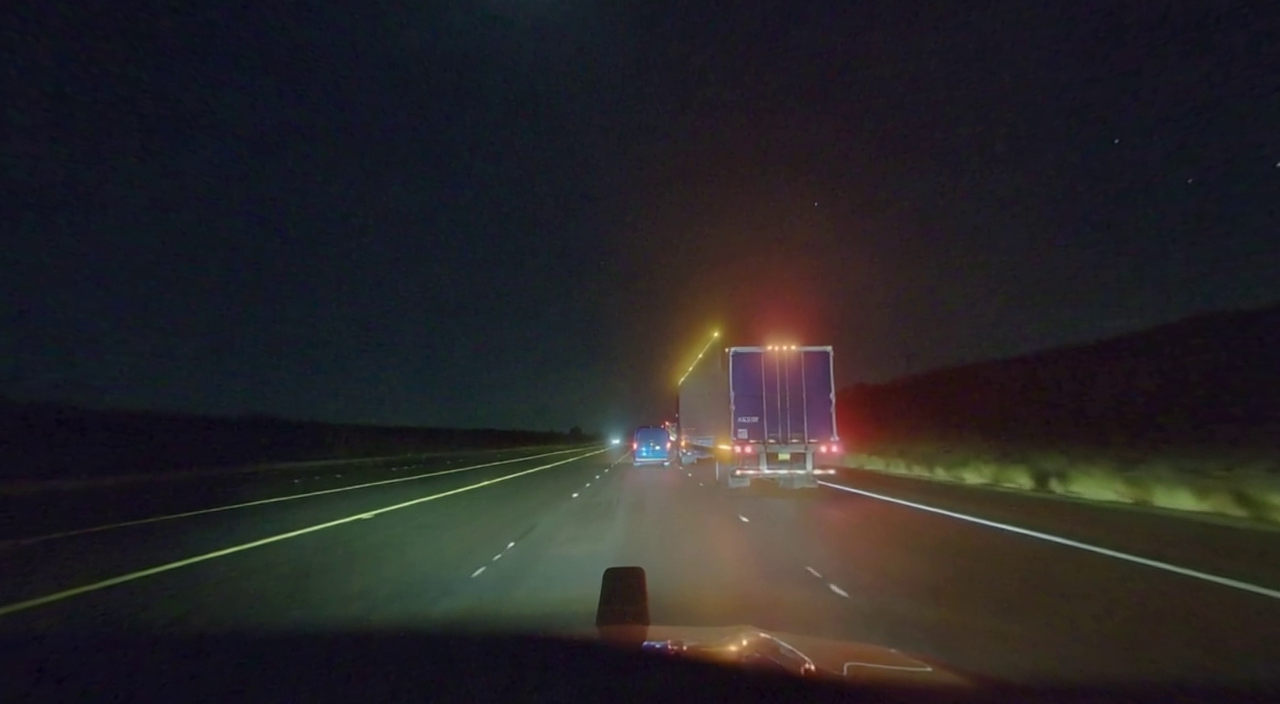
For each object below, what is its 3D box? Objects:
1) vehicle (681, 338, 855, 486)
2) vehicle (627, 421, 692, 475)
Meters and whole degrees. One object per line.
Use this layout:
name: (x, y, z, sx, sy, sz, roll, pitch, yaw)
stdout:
vehicle: (4.179, 2.857, 26.307, 3.892, 4.216, 16.830, 0, -8, 1)
vehicle: (0.742, 3.965, 26.292, 2.469, 2.027, 4.554, 0, -8, 1)
